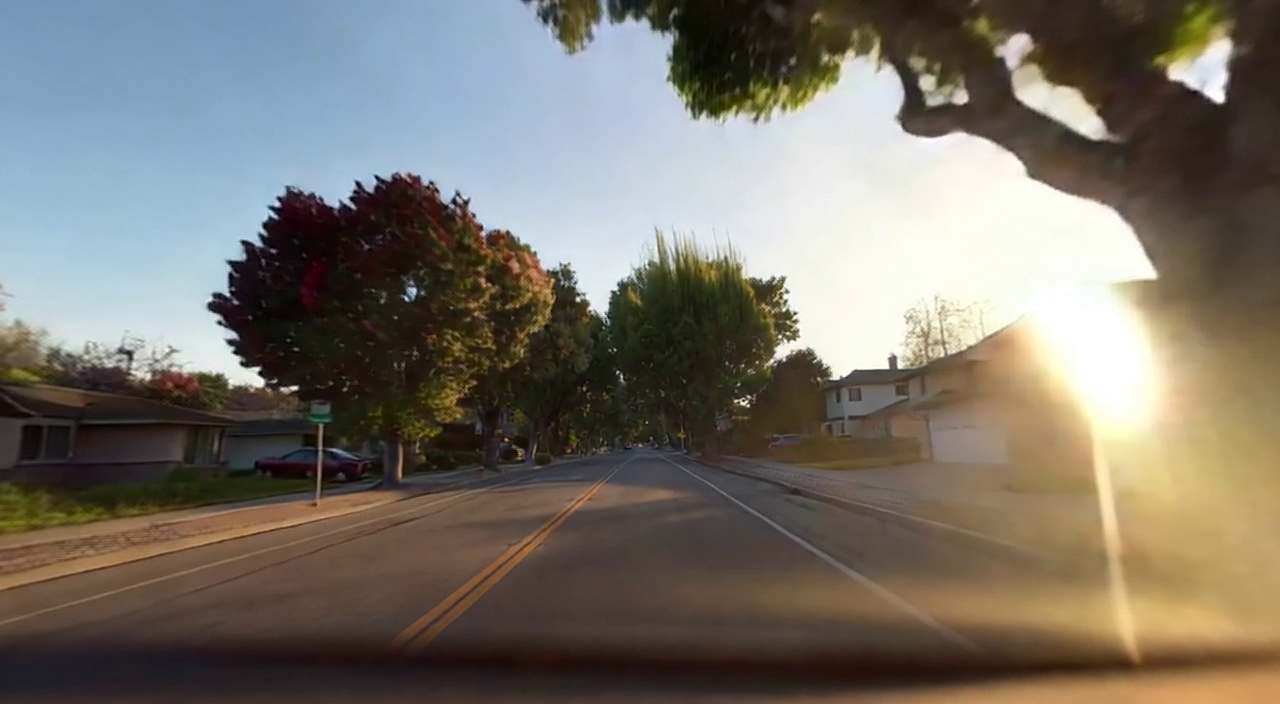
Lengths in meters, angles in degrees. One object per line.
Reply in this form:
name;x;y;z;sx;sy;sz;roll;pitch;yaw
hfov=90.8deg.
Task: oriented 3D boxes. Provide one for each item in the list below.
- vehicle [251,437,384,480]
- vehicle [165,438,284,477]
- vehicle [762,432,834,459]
vehicle;-13.682;4.541;27.007;4.587;1.722;1.906;0;-8;-1
vehicle;-19.538;4.933;29.794;4.455;1.707;1.939;6;-10;-37
vehicle;10.825;6.432;43.542;4.449;1.765;1.917;0;-8;4
